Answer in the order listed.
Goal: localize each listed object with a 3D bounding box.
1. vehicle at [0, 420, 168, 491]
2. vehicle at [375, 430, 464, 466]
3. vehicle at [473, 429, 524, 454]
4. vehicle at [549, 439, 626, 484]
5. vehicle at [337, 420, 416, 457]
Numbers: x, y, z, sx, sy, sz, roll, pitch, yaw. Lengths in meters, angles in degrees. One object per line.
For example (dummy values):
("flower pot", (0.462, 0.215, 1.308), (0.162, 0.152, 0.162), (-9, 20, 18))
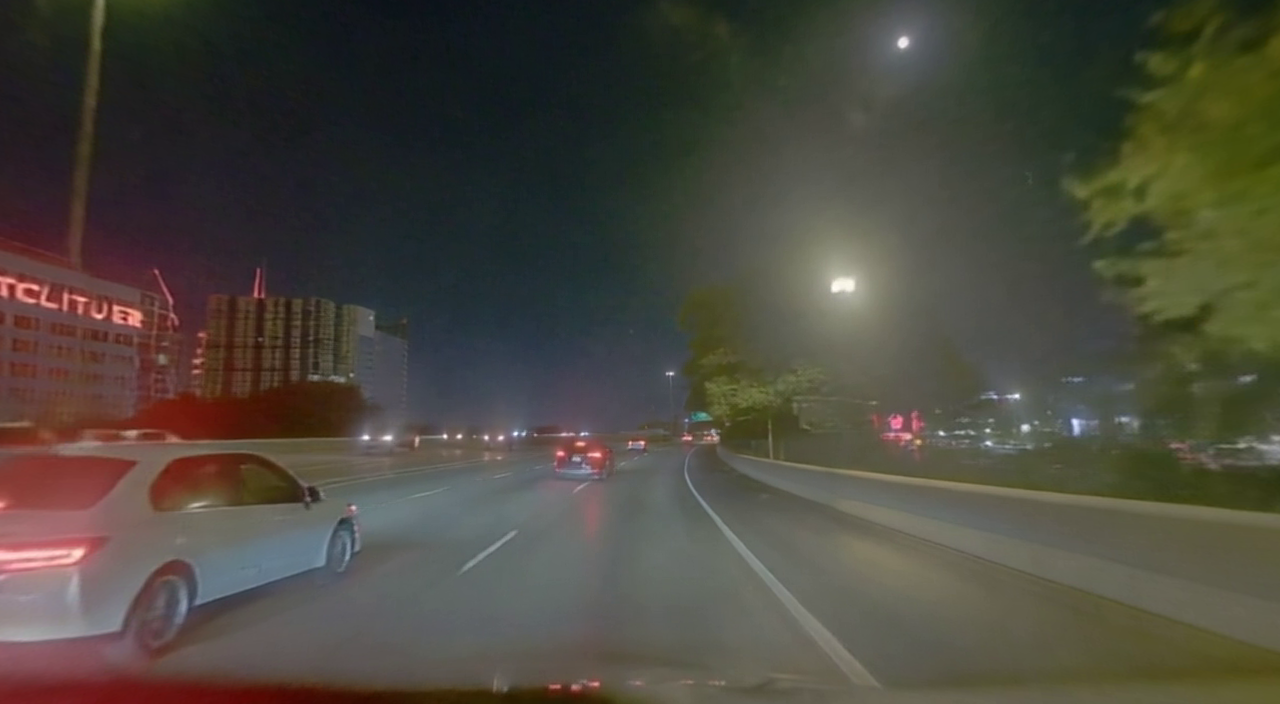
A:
("vehicle", (-14.370, 2.517, 15.577), (1.862, 1.493, 4.393), (-1, -8, 2))
("vehicle", (-9.827, 4.336, 28.570), (2.097, 1.484, 4.621), (-1, -8, 4))
("vehicle", (-9.280, 5.931, 41.854), (1.943, 1.536, 4.656), (-1, -8, 5))
("vehicle", (-1.825, 4.014, 23.422), (2.035, 1.460, 4.497), (-1, -9, 6))
("vehicle", (-13.737, 4.600, 33.235), (2.040, 1.803, 4.496), (-1, -8, 3))
